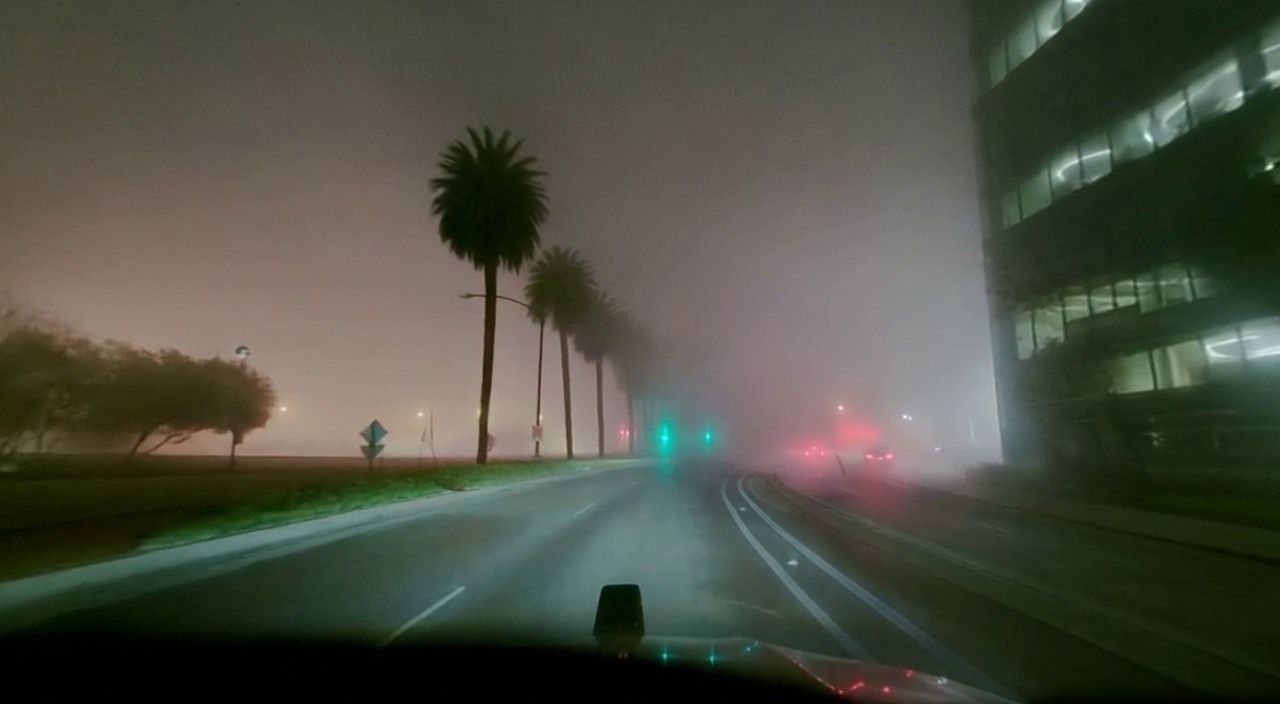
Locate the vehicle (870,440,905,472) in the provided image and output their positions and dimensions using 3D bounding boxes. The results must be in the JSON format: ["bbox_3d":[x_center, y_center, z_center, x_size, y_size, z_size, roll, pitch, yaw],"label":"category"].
[{"bbox_3d":[18.946,7.977,48.239,2.219,2.342,1.744,-1,-10,14],"label":"vehicle"}]
